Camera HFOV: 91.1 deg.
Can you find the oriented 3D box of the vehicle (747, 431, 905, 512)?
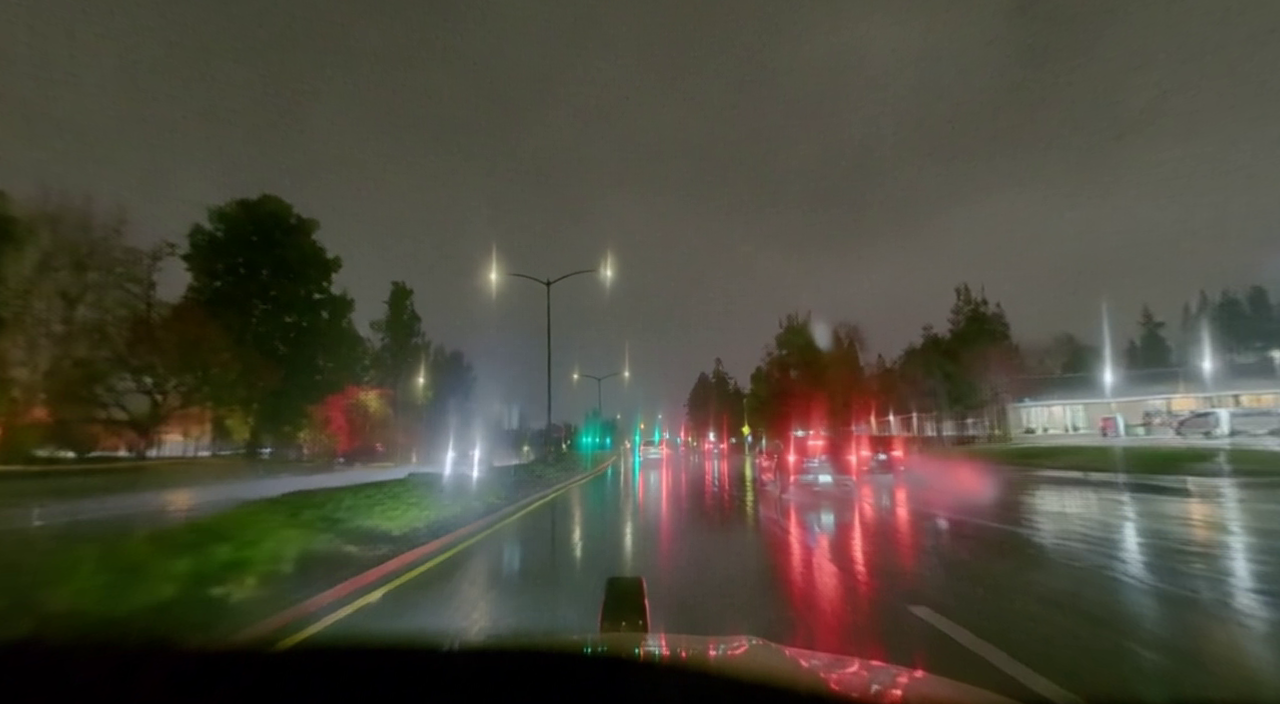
[{"bbox_3d":[3.889,2.595,14.151,2.119,1.509,4.756,0,-9,0],"label":"vehicle"}]

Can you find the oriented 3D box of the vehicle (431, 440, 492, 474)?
[{"bbox_3d":[-9.534,5.622,33.890,2.004,1.683,4.290,0,-9,1],"label":"vehicle"}]

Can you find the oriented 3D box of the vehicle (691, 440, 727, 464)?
[{"bbox_3d":[4.585,6.723,42.344,1.980,1.515,4.362,0,-8,0],"label":"vehicle"}]

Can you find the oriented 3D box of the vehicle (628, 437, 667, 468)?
[{"bbox_3d":[0.489,5.942,37.335,2.172,1.694,4.055,0,-9,1],"label":"vehicle"}]
